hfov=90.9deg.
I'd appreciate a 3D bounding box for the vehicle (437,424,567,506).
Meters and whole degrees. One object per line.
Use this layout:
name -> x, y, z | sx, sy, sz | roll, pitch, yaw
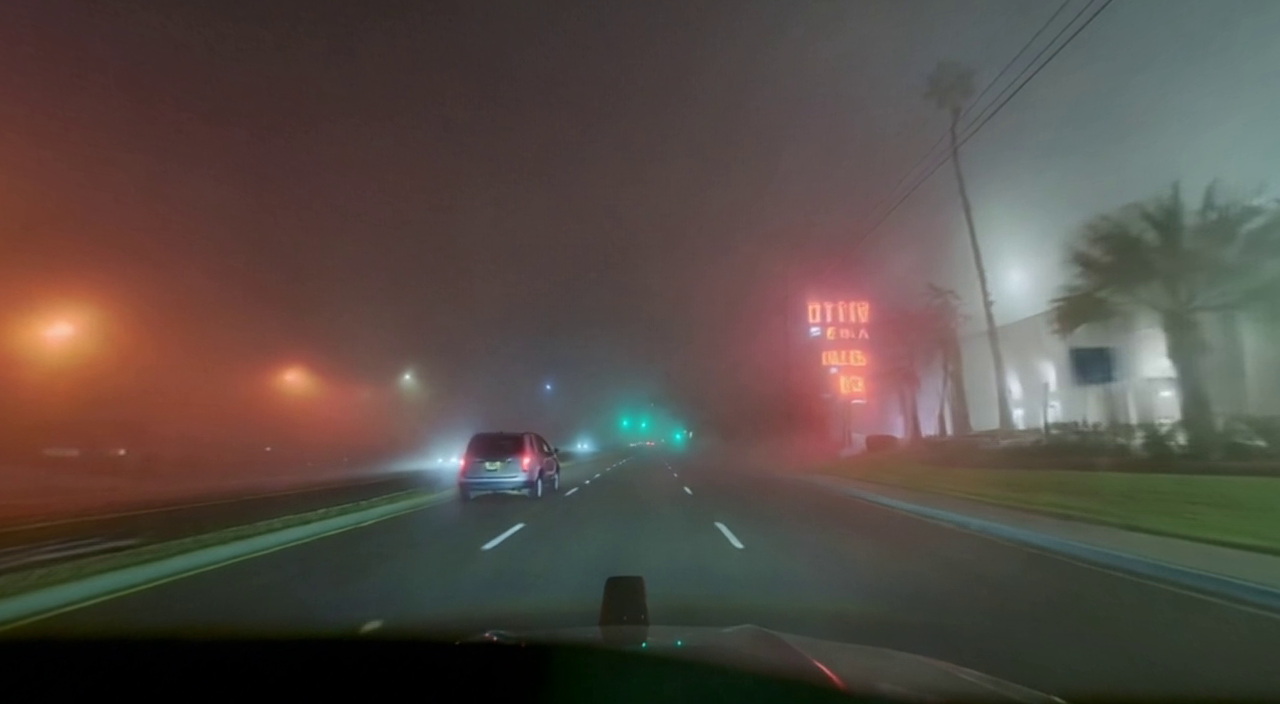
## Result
vehicle -> -3.172, 2.705, 15.580 | 2.062, 1.693, 4.669 | 0, -8, 1
